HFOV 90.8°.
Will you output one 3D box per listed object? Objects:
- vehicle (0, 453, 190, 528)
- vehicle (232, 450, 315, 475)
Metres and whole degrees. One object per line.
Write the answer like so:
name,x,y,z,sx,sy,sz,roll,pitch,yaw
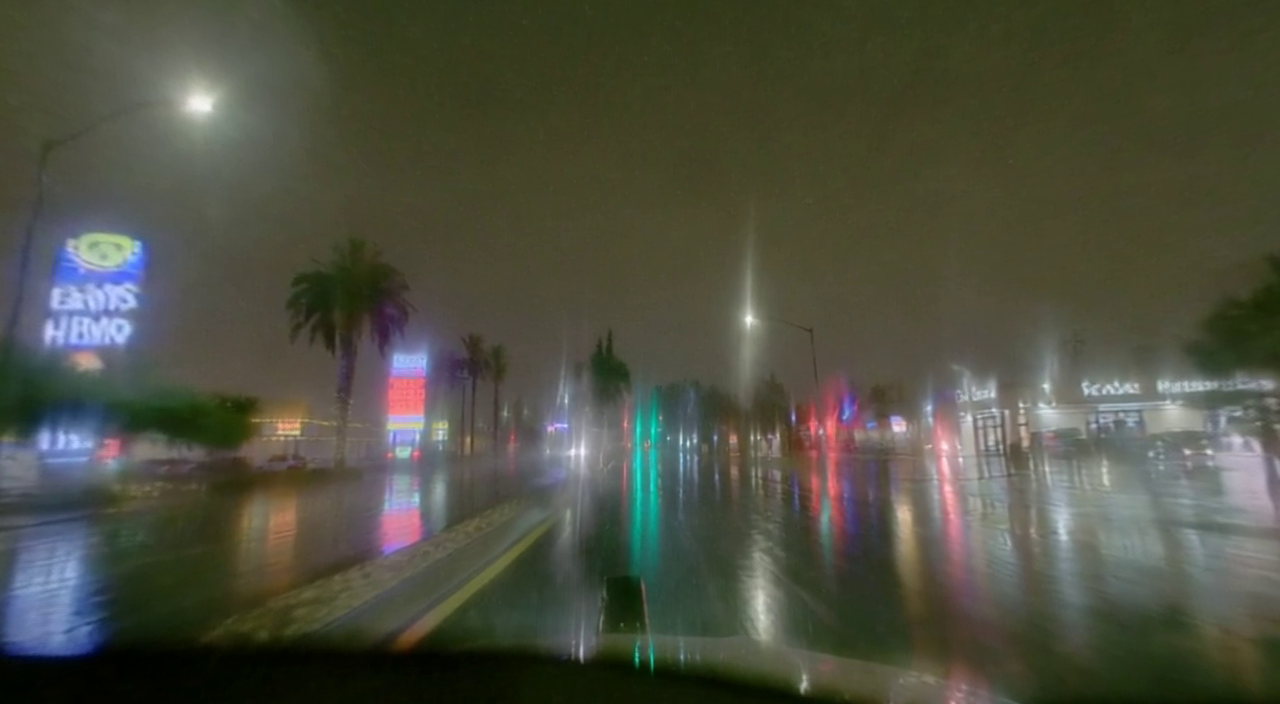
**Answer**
vehicle,-14.074,3.456,16.269,1.946,1.489,4.435,-4,-8,-4
vehicle,-27.677,8.343,47.881,4.922,1.751,2.195,3,-9,-16
